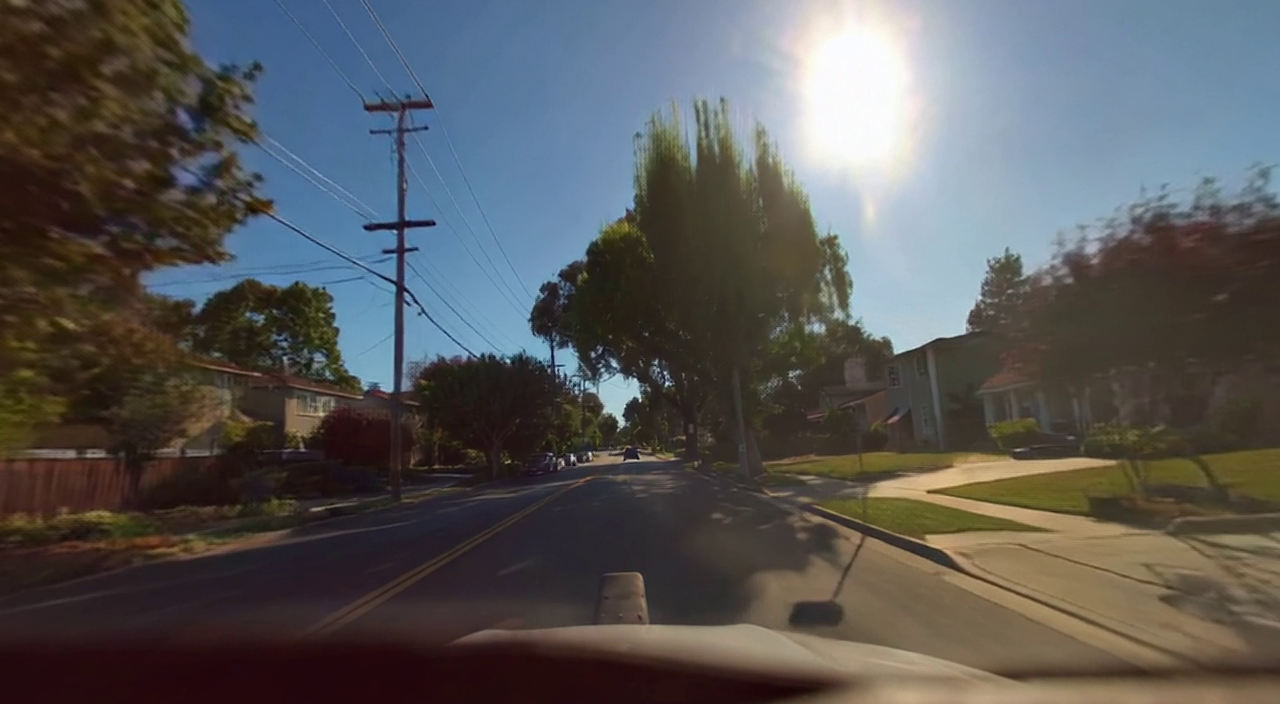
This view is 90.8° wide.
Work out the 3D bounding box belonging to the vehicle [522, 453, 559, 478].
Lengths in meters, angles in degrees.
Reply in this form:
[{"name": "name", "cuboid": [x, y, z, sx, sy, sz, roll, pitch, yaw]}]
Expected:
[{"name": "vehicle", "cuboid": [-7.260, 8.331, 46.605, 1.869, 1.442, 4.344, -9, -8, -1]}]
